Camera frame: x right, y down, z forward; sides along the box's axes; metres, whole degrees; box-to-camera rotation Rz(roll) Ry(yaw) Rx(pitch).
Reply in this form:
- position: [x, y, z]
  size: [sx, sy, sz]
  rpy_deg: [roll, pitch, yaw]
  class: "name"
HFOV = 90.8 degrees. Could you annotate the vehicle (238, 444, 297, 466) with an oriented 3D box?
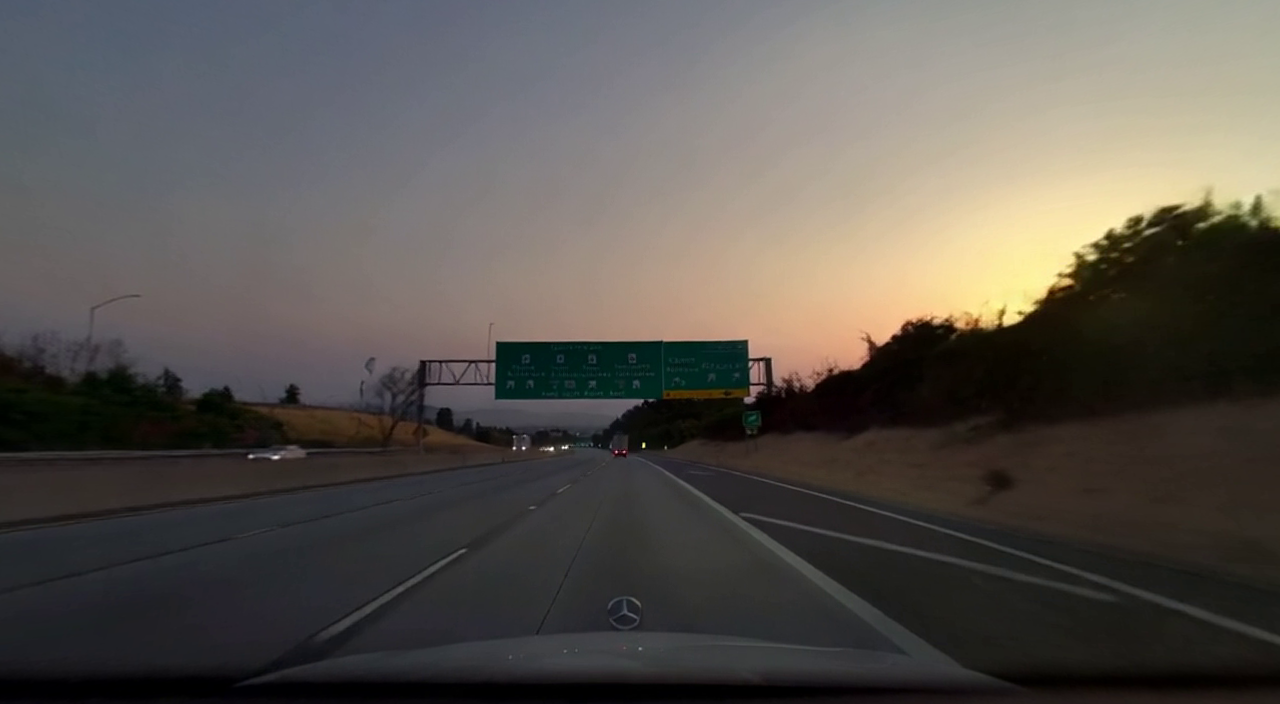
- position: [-26.004, 7.192, 44.165]
  size: [1.766, 1.461, 3.983]
  rpy_deg: [0, -9, -2]
  class: "vehicle"
